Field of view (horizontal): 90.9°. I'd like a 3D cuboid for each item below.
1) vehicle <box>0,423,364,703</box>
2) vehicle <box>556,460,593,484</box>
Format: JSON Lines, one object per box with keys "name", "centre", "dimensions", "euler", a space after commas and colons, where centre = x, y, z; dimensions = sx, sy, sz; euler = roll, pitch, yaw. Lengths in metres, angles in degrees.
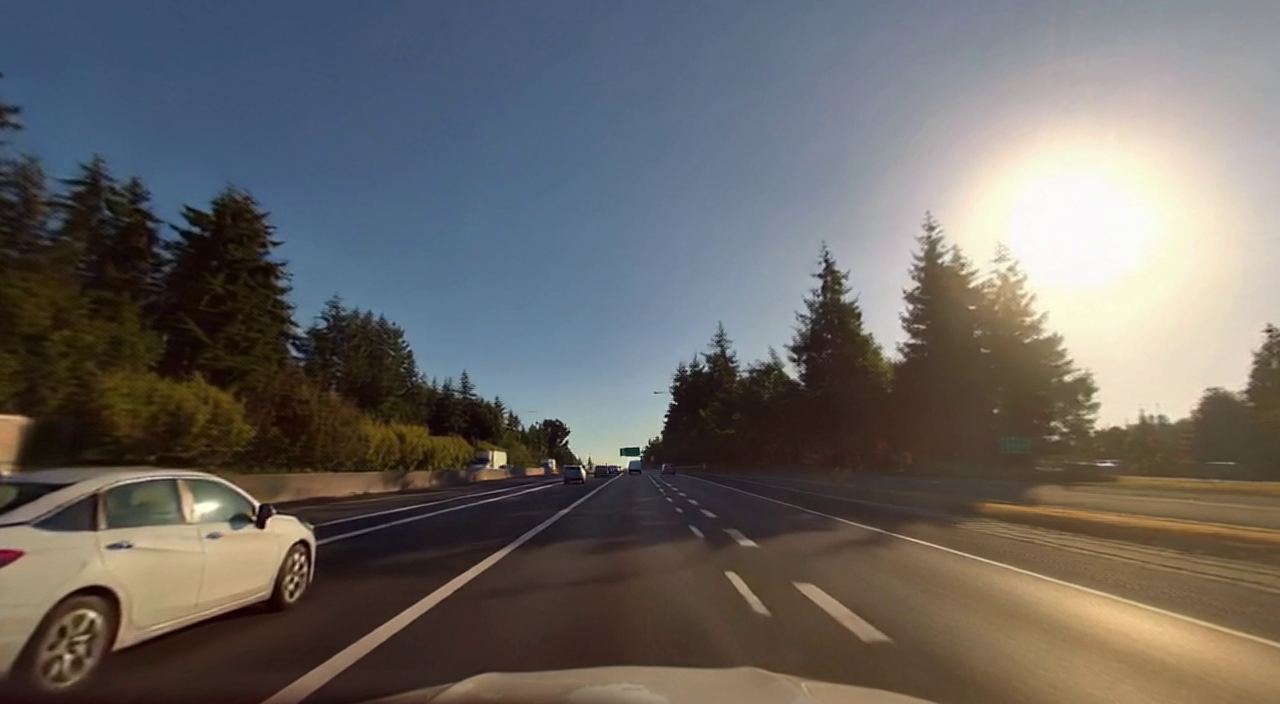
{"name": "vehicle", "centre": [-3.864, 1.284, 4.201], "dimensions": [1.998, 1.427, 4.462], "euler": [1, -11, 0]}
{"name": "vehicle", "centre": [-4.502, 8.366, 43.988], "dimensions": [2.126, 1.488, 4.186], "euler": [1, -11, 0]}
